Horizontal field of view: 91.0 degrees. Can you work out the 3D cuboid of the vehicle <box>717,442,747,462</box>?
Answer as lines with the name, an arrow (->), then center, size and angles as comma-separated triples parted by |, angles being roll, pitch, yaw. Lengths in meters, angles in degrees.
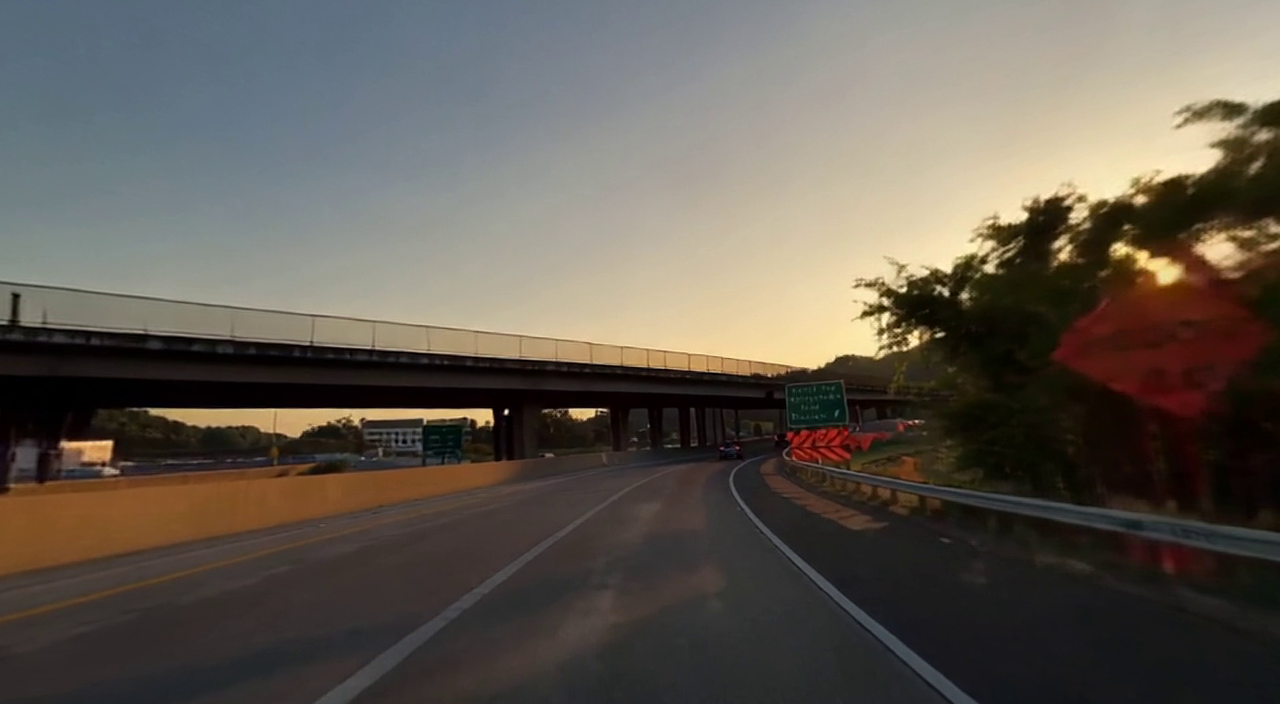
vehicle -> 7.335, 7.904, 49.947 | 1.985, 1.511, 4.012 | -2, -9, 13
